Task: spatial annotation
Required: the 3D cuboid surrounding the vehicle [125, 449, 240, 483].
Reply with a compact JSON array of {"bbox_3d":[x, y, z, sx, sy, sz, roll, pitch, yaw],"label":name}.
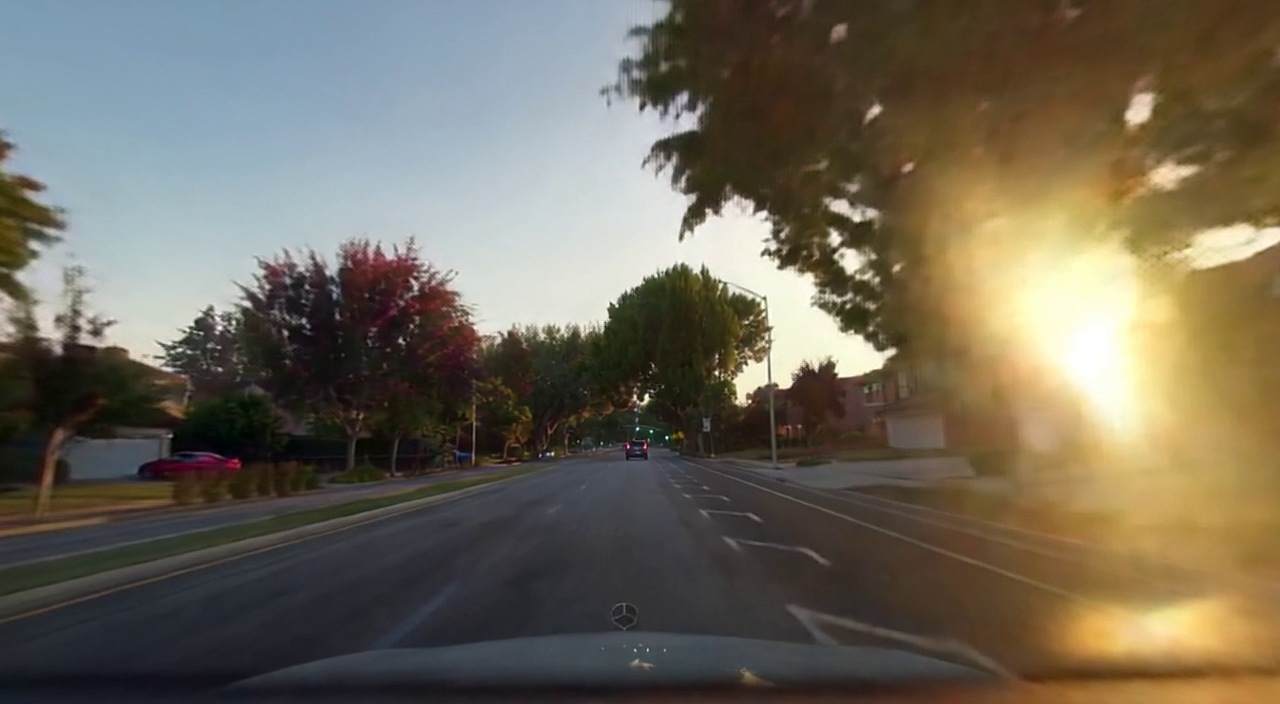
[{"bbox_3d":[-24.870,6.194,34.344,4.605,1.682,2.105,-1,-8,0],"label":"vehicle"}]
